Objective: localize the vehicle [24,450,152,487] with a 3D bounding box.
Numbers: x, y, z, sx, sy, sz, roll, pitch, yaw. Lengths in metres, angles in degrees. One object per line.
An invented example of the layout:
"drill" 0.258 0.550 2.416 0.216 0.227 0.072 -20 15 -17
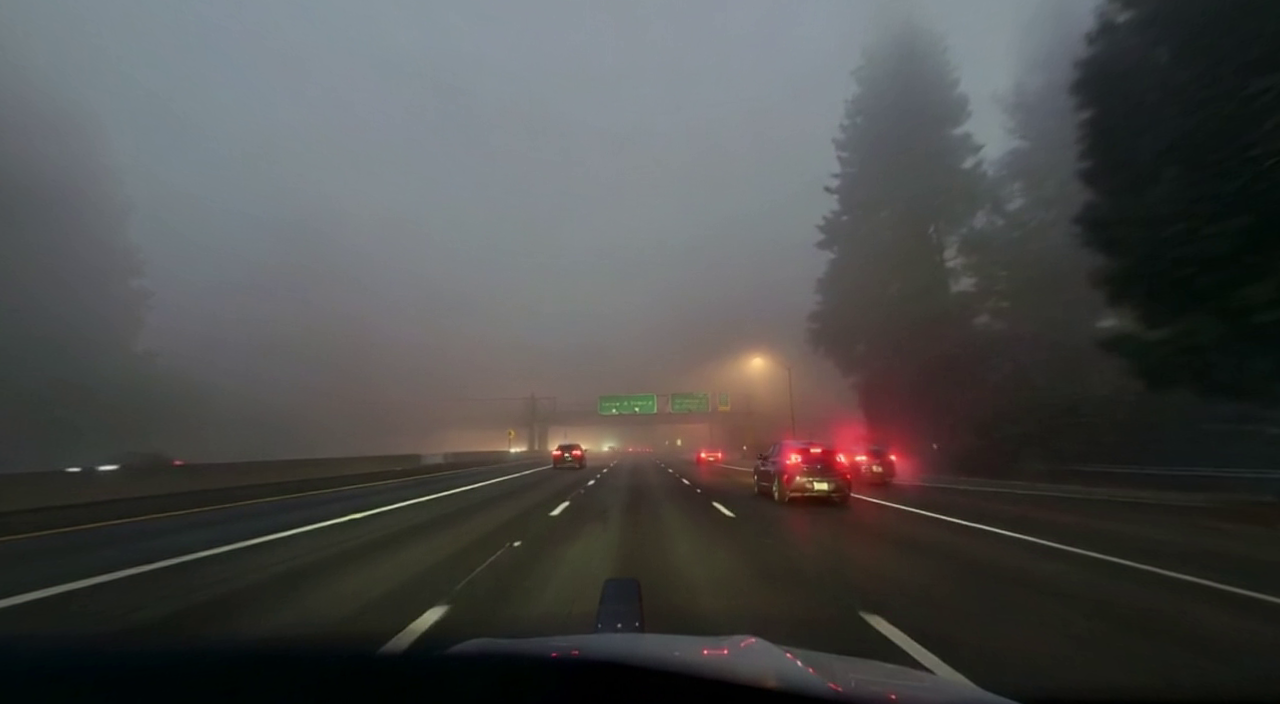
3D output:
"vehicle" -24.800 5.230 28.647 1.790 1.470 4.430 0 -8 0

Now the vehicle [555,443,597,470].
"vehicle" -3.846 6.402 38.847 2.091 1.544 4.409 0 -8 1
